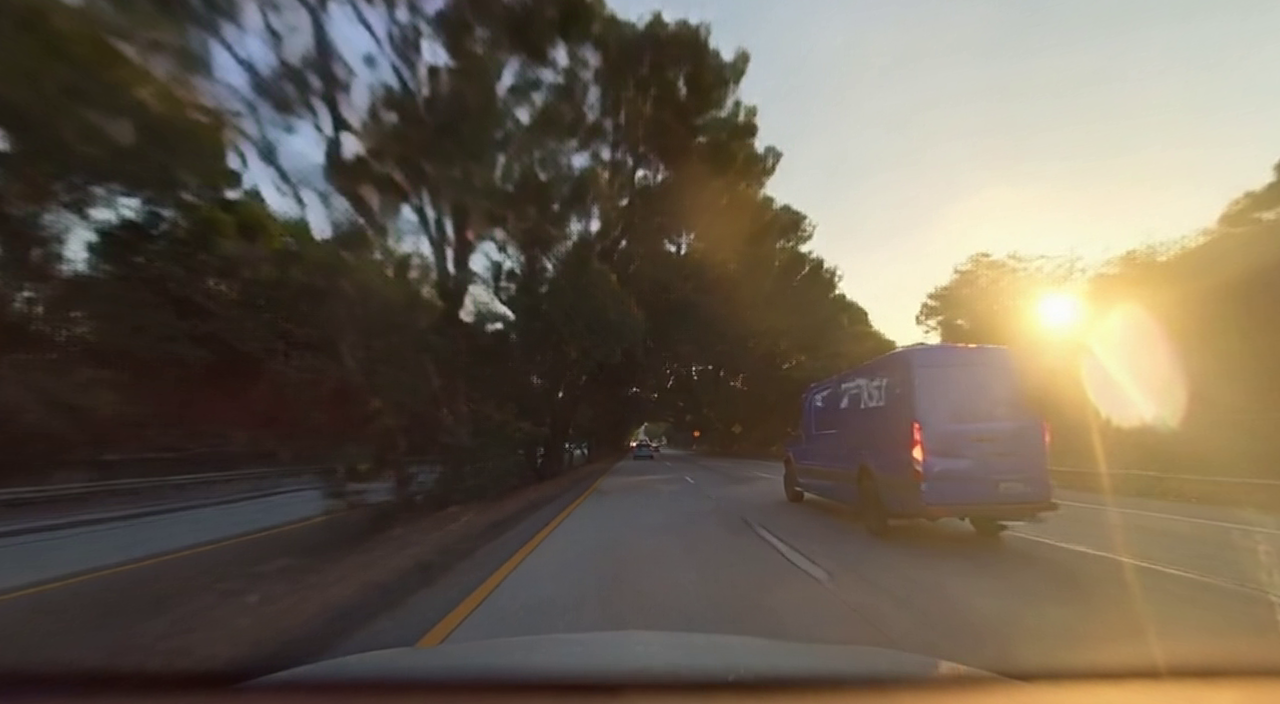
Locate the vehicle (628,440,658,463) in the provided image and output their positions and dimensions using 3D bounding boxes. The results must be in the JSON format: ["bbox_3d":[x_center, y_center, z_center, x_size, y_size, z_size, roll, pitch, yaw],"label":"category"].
[{"bbox_3d":[0.228,7.354,46.516,2.121,1.590,4.434,0,-8,0],"label":"vehicle"}]

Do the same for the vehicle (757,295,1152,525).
[{"bbox_3d":[7.186,2.259,19.913,3.479,4.156,17.231,0,-8,-1],"label":"vehicle"}]

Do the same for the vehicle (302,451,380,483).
[{"bbox_3d":[-15.510,5.957,32.927,1.897,1.498,4.491,0,-8,0],"label":"vehicle"}]
